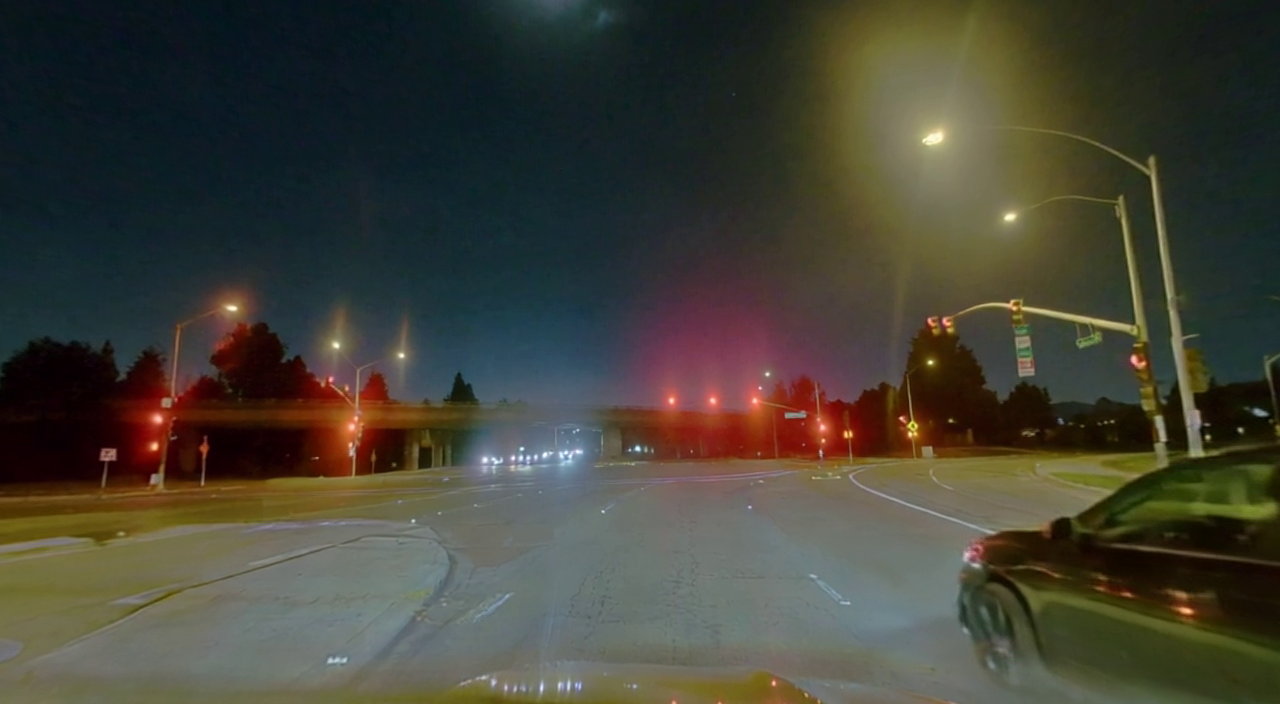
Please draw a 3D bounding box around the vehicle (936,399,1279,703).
[{"bbox_3d":[2.802,0.815,1.583,1.909,1.425,4.521,0,-9,0],"label":"vehicle"}]
